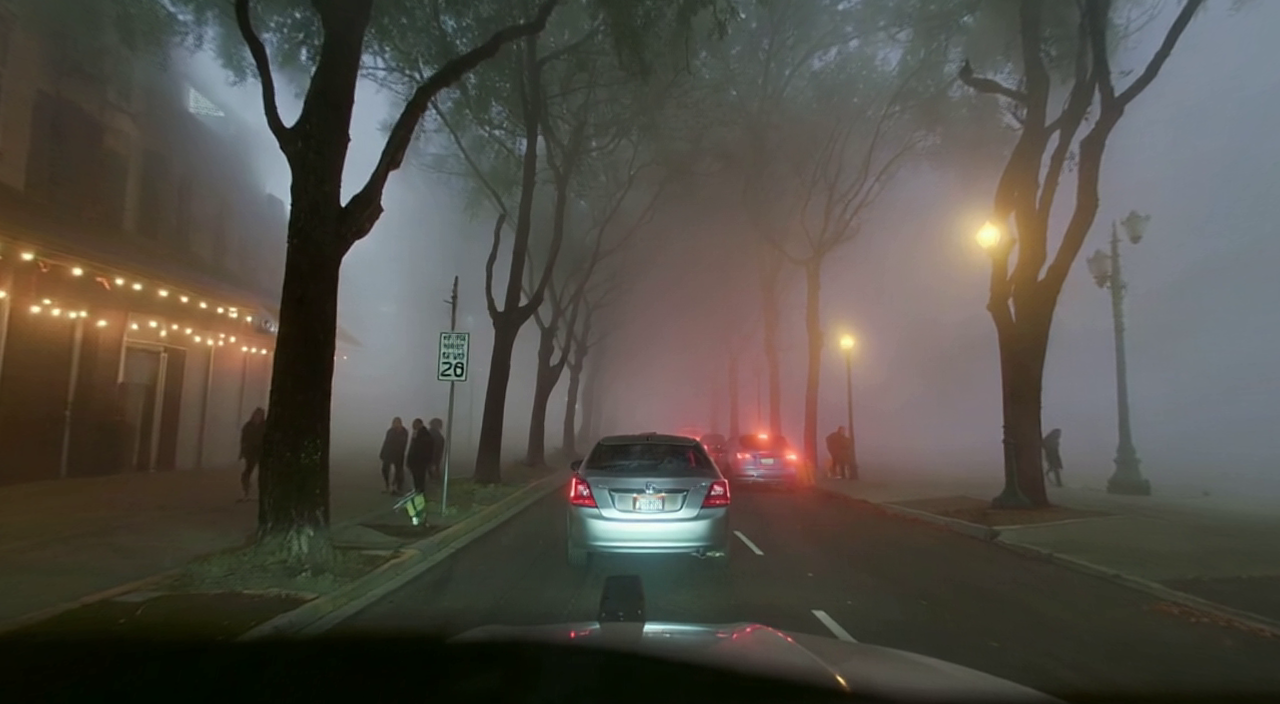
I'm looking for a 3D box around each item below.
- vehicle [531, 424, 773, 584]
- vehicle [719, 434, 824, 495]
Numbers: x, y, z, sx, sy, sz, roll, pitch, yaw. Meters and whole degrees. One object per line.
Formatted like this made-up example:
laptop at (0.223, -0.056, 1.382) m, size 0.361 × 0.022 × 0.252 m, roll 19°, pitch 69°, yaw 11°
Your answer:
vehicle at (0.086, 1.732, 8.045) m, size 2.261 × 1.474 × 4.130 m, roll 0°, pitch -8°, yaw -1°
vehicle at (3.616, 3.181, 18.227) m, size 2.025 × 1.523 × 4.426 m, roll 0°, pitch -8°, yaw -1°
